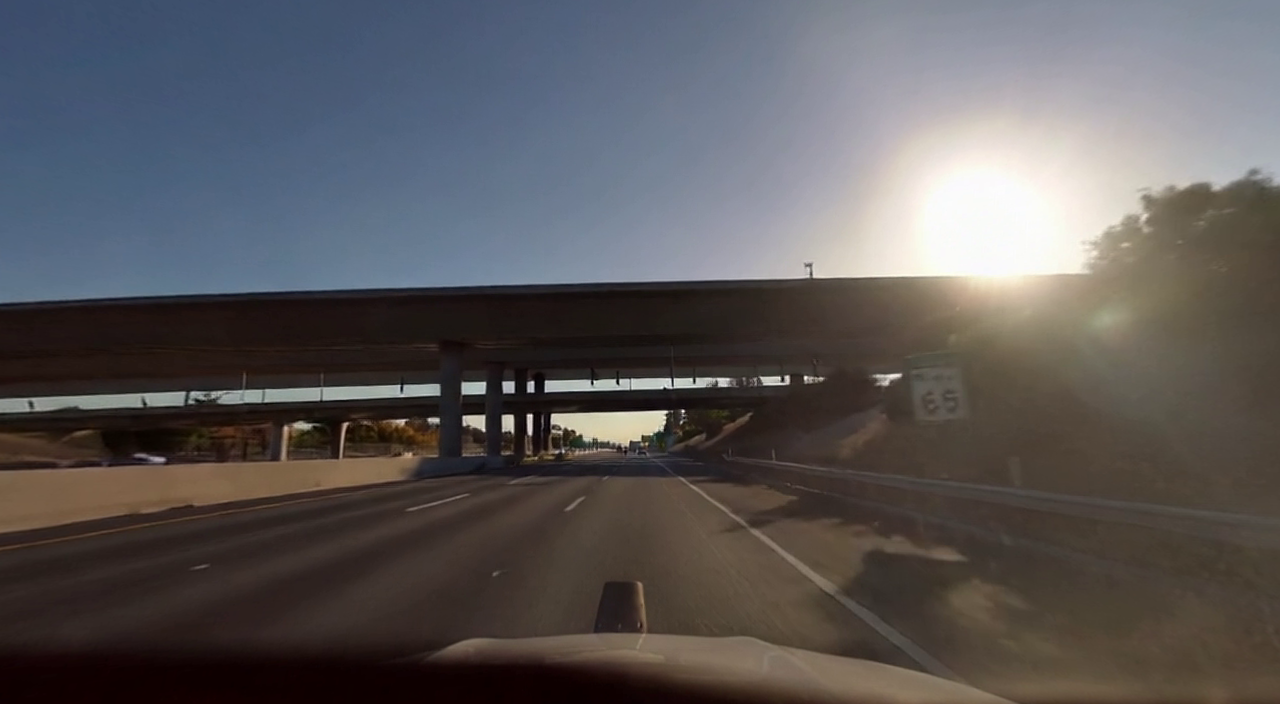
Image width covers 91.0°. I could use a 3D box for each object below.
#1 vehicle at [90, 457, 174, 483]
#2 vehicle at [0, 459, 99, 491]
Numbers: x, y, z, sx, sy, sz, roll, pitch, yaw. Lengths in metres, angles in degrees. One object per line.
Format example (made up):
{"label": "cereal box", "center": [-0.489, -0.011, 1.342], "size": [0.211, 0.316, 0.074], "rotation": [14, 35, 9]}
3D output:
{"label": "vehicle", "center": [-35.728, 8.271, 44.465], "size": [1.948, 1.676, 4.660], "rotation": [0, -9, 0]}
{"label": "vehicle", "center": [-31.727, 6.492, 33.518], "size": [1.815, 1.486, 4.395], "rotation": [0, -9, 1]}
